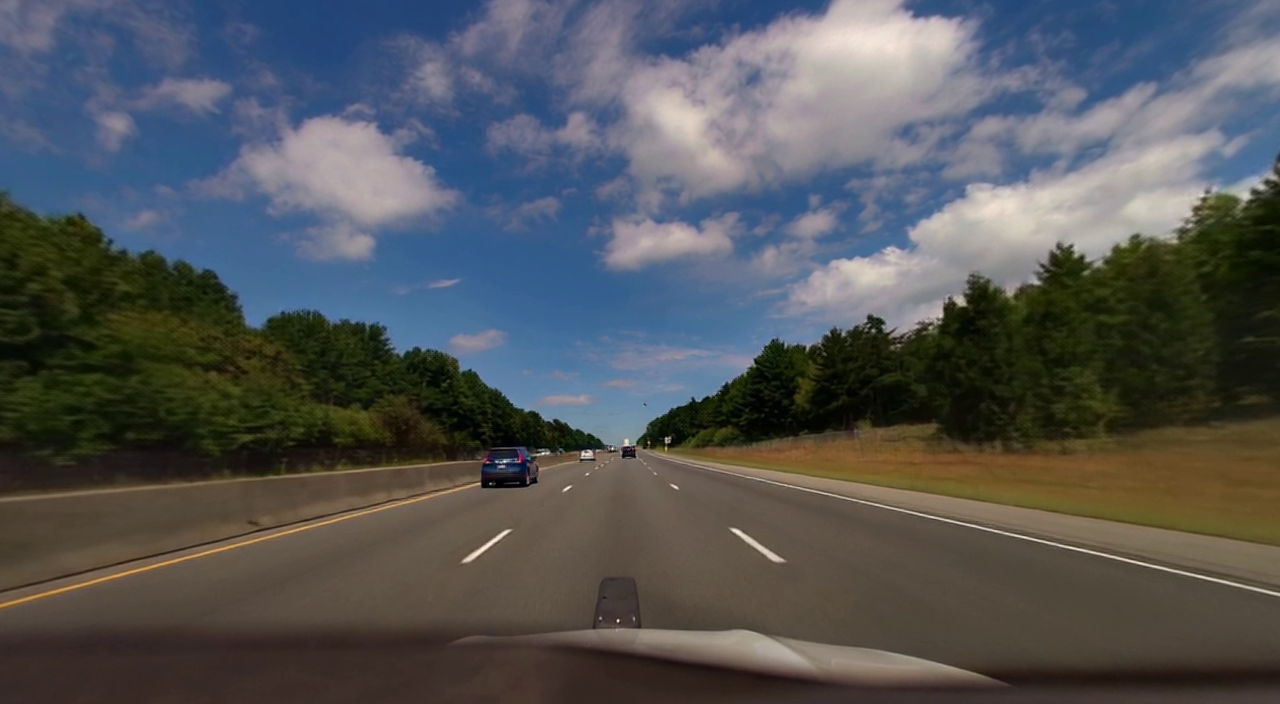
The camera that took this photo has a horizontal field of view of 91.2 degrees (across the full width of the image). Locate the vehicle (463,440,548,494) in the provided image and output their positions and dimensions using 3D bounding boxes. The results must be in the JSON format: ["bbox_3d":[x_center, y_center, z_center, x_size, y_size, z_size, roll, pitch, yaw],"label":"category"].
[{"bbox_3d":[-4.623,4.013,22.230,2.151,1.693,4.201,0,-9,-1],"label":"vehicle"}]
